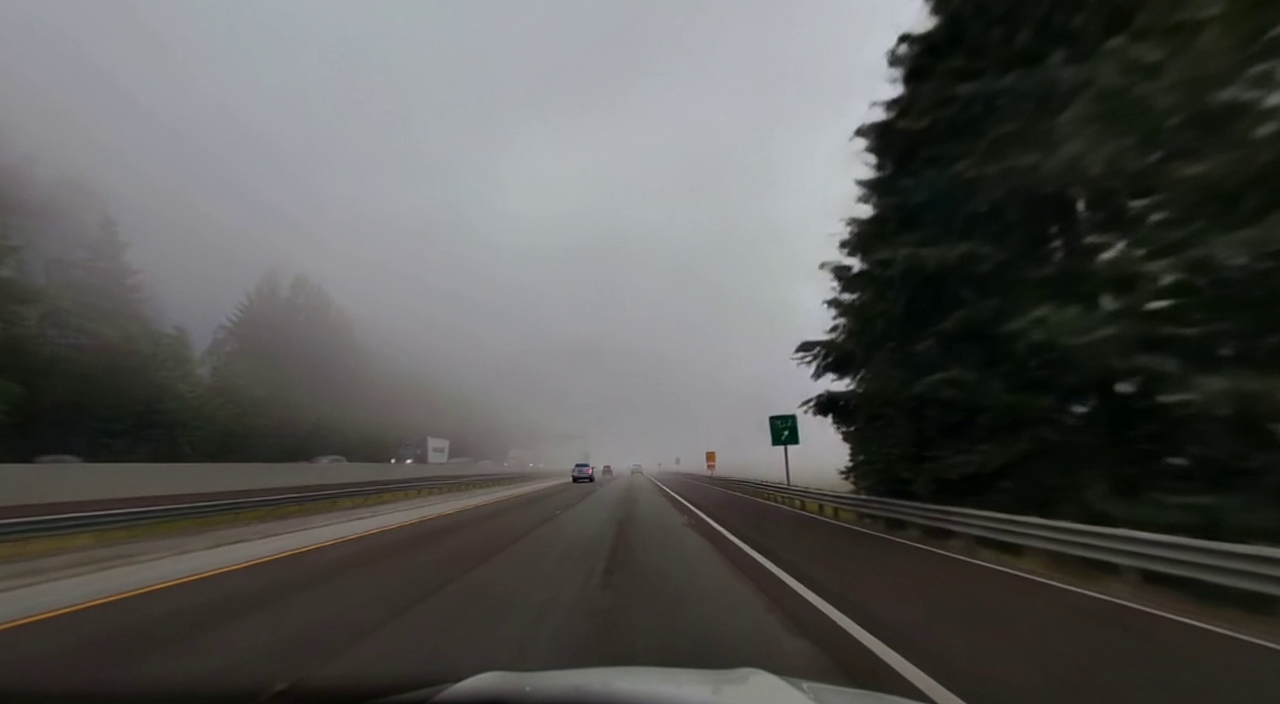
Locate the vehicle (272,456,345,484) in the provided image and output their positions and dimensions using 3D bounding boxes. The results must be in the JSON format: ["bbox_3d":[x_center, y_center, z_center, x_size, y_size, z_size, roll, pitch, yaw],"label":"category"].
[{"bbox_3d":[-19.127,6.863,36.623,1.906,1.490,4.203,1,-10,0],"label":"vehicle"}]
